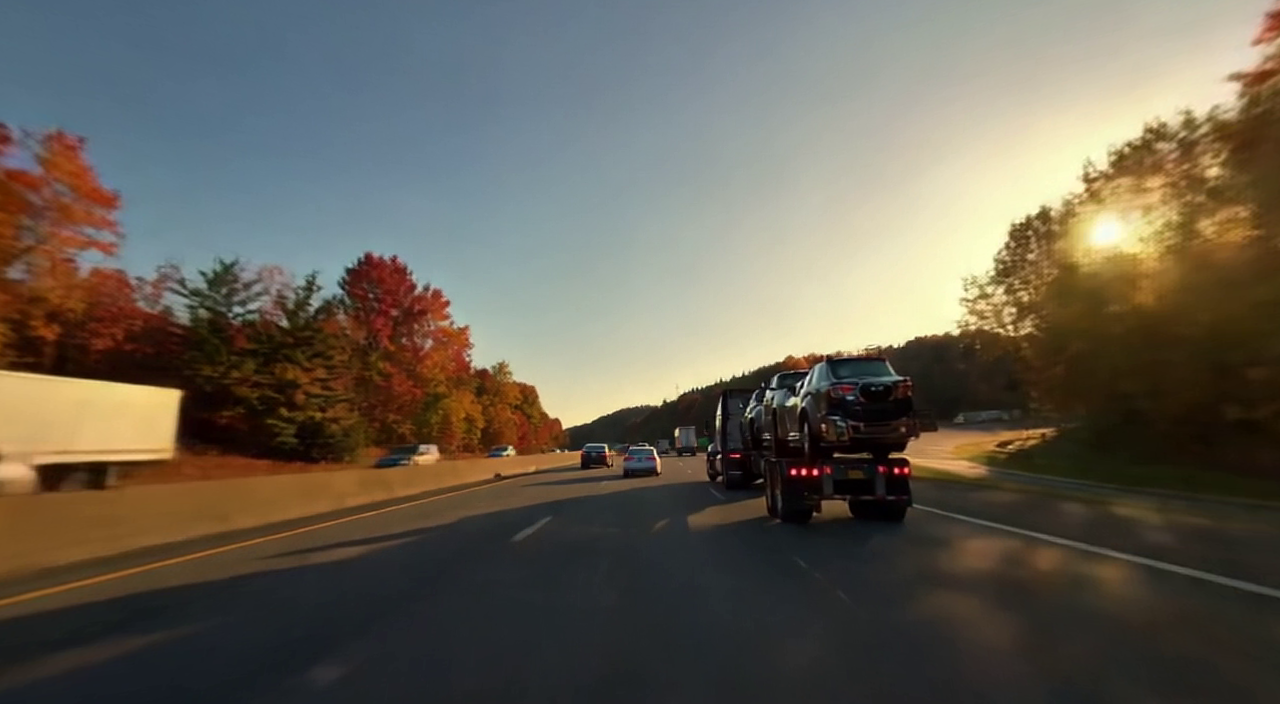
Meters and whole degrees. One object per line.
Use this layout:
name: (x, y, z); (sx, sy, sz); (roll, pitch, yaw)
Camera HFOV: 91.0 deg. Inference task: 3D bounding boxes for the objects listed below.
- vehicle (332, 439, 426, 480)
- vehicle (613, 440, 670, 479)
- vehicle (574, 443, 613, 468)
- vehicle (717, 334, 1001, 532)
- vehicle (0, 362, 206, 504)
vehicle: (-10.598, 4.371, 25.919); (1.948, 1.535, 4.152); (-1, -8, 3)
vehicle: (0.125, 4.407, 26.104); (2.152, 1.484, 4.211); (0, -8, 2)
vehicle: (-2.752, 6.198, 37.860); (1.928, 1.464, 3.706); (0, -8, 2)
vehicle: (4.386, 2.269, 16.964); (3.150, 3.257, 13.098); (0, -8, 1)
vehicle: (-18.542, 2.696, 20.444); (2.838, 3.779, 7.955); (0, -8, 2)
